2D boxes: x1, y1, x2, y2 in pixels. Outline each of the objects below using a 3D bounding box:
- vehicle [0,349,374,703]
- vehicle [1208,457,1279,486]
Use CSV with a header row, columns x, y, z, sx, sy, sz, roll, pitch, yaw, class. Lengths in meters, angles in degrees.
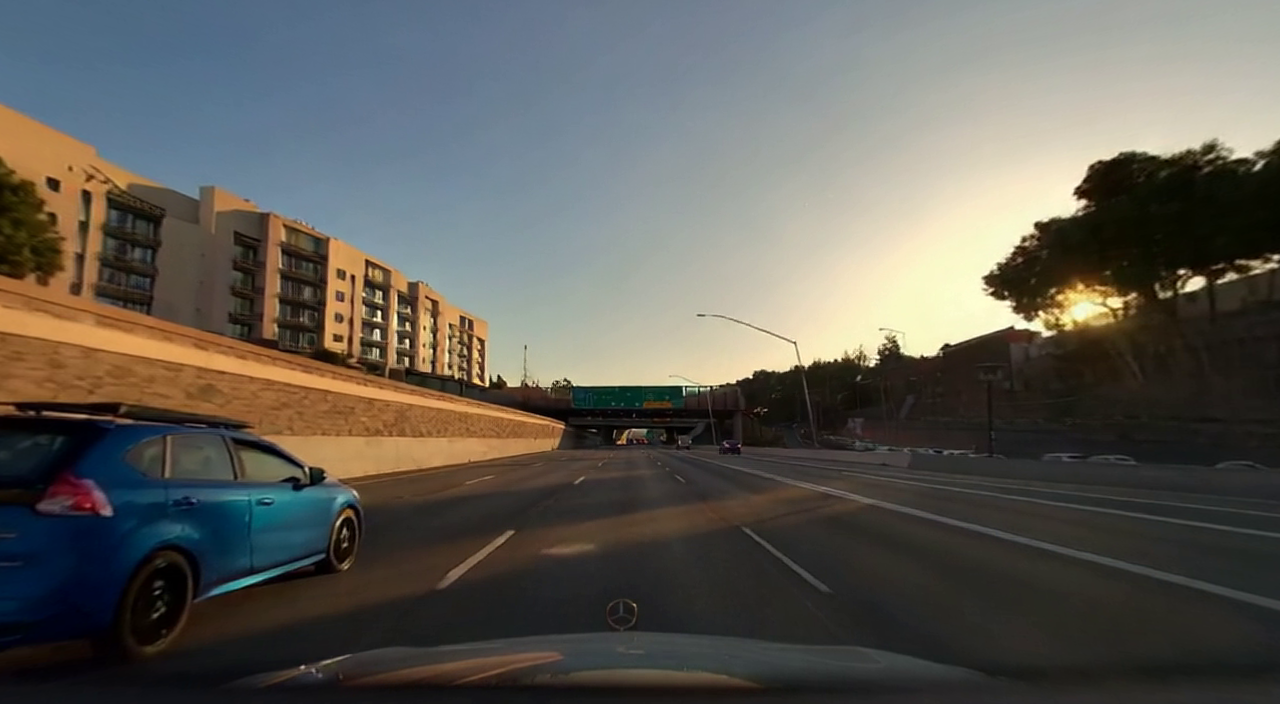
x,y,z,sx,sy,sz,roll,pitch,yaw,class
-3.840,1.066,4.451,2.070,1.641,4.315,0,-8,-1,vehicle
34.912,6.623,35.136,4.802,1.499,1.848,0,-8,0,vehicle
